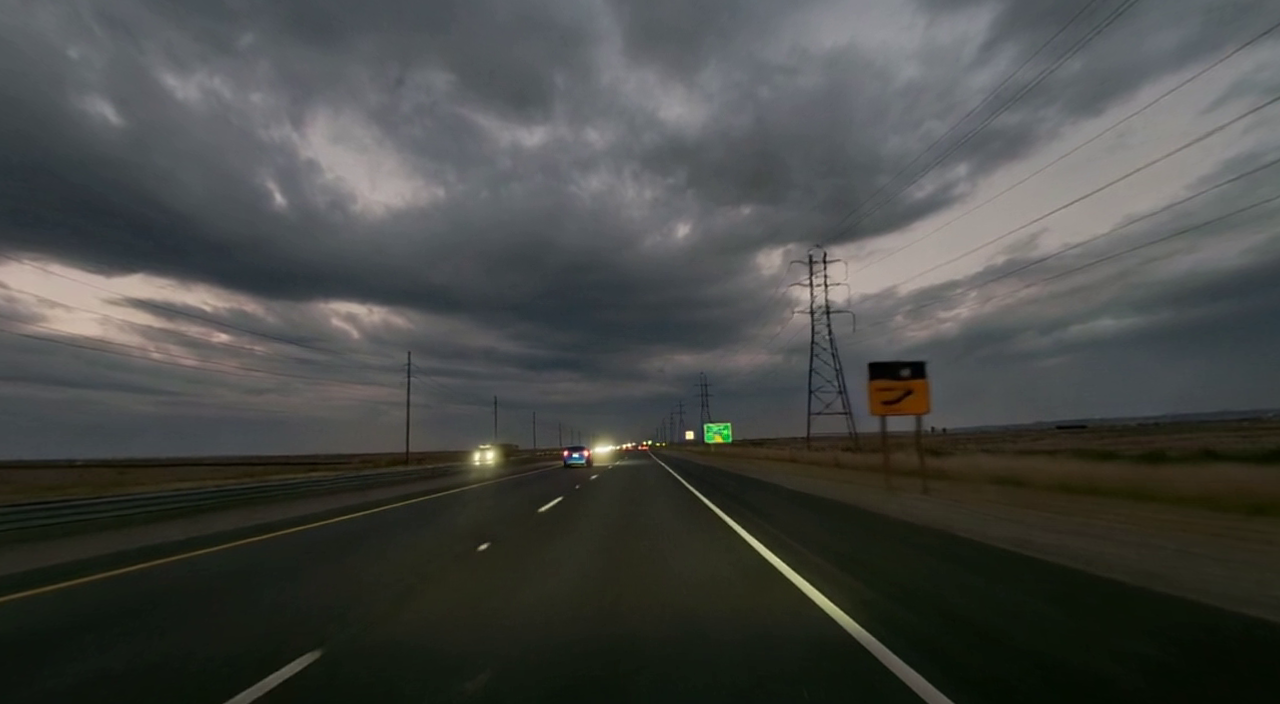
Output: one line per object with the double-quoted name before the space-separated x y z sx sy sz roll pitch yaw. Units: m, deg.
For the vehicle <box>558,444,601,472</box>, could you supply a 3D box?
"vehicle" -3.586 6.389 38.098 2.106 1.543 4.465 0 -9 1
